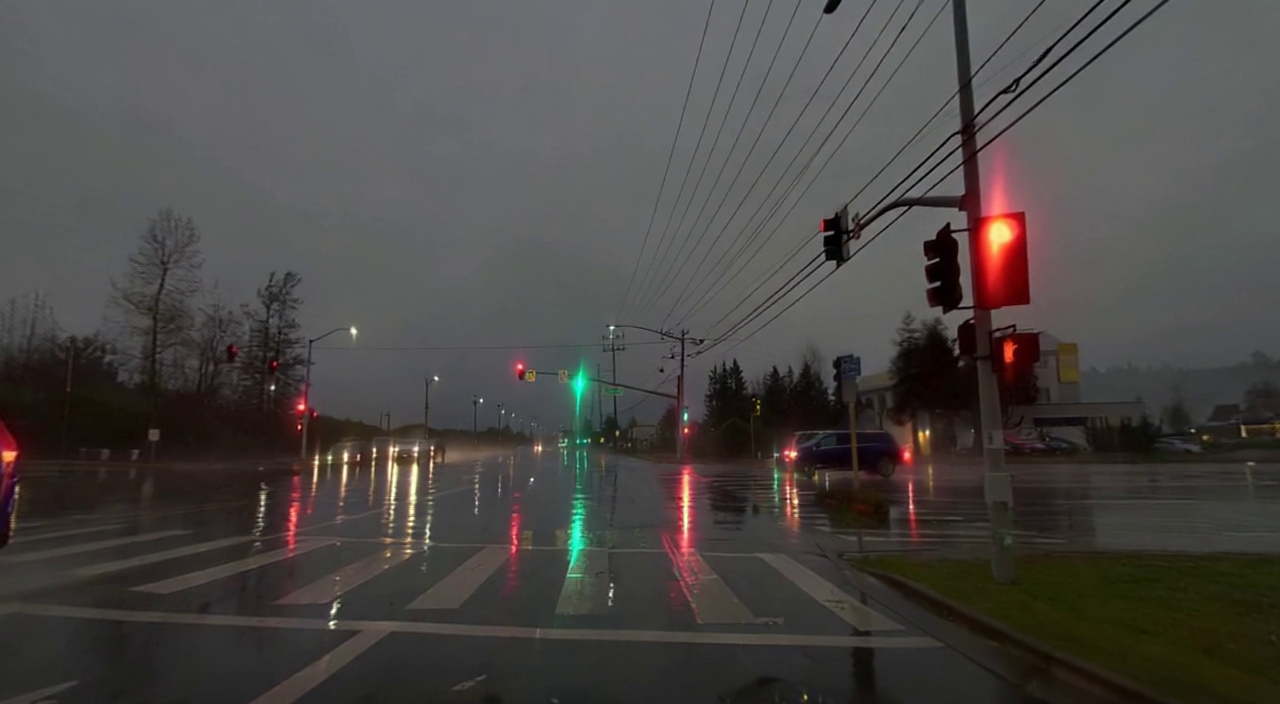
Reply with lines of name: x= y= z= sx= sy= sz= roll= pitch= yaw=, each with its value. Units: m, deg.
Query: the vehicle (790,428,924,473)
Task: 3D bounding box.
vehicle: x=8.705 y=4.020 z=25.724 sx=4.884 sy=1.714 sz=2.021 roll=-2 pitch=-9 yaw=12
